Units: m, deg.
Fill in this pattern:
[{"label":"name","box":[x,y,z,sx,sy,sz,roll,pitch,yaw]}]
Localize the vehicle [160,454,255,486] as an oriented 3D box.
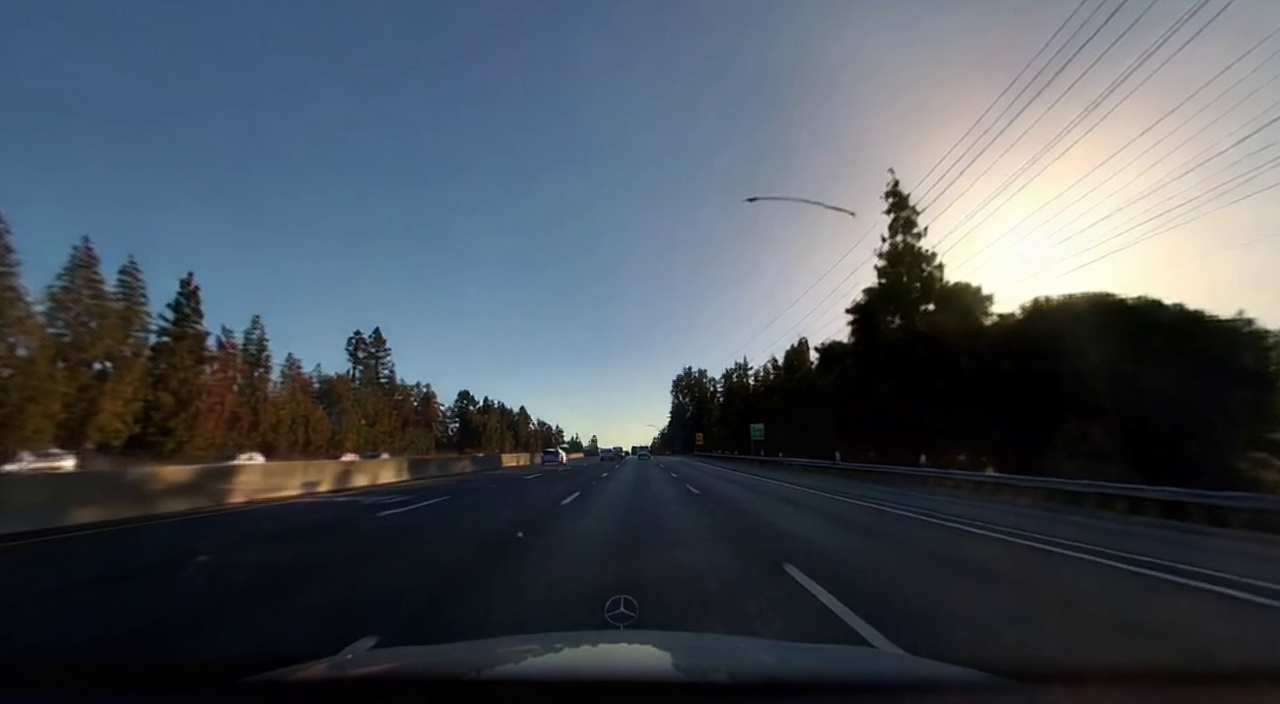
[{"label":"vehicle","box":[-23.334,6.359,34.208,1.895,1.520,4.696,0,-9,-1]}]
